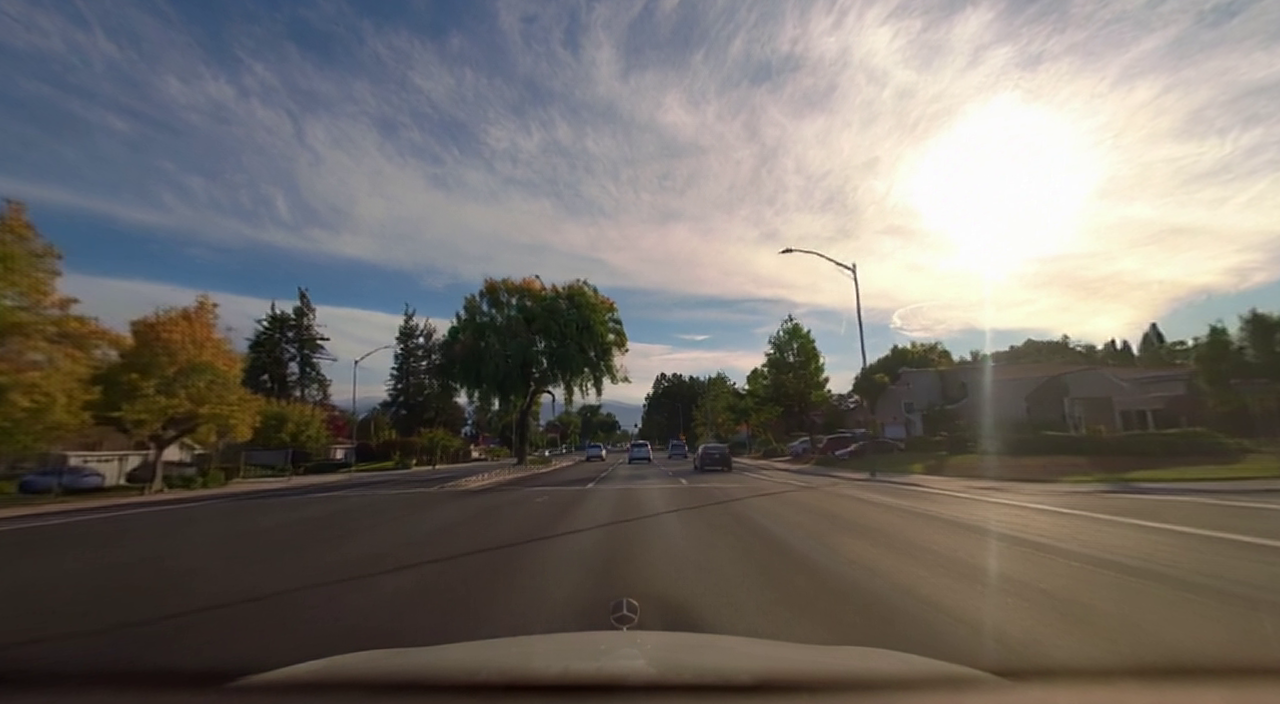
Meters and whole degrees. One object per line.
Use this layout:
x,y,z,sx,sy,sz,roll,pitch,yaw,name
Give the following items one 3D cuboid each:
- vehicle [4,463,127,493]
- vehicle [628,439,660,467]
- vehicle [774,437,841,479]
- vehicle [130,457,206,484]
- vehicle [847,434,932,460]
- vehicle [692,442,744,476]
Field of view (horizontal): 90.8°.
-29.771,6.515,32.822,4.450,1.421,1.932,0,-8,0,vehicle
0.192,6.757,42.475,2.043,1.734,4.253,0,-8,-1,vehicle
7.685,4.892,29.418,1.933,1.759,3.900,0,-8,-2,vehicle
-29.971,7.514,40.269,1.806,1.476,3.985,0,-8,-2,vehicle
15.488,5.921,39.383,4.491,1.593,1.884,-1,-8,3,vehicle
3.530,4.899,29.227,1.830,1.451,4.009,0,-8,-1,vehicle
